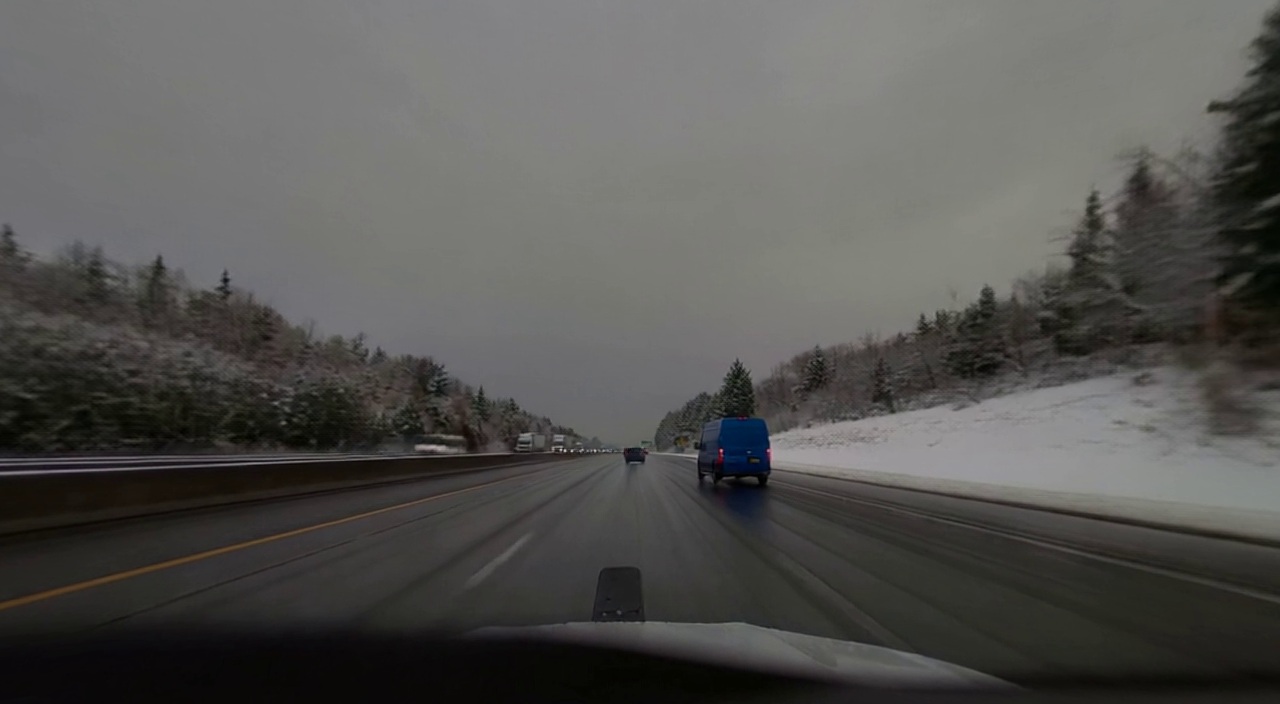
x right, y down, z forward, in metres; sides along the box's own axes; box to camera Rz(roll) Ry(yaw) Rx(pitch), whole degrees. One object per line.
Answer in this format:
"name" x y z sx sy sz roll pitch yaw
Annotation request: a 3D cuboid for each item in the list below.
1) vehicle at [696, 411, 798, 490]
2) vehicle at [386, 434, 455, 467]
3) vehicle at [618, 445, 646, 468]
"vehicle" 3.753 3.703 23.787 2.552 2.524 6.630 0 -9 -1
"vehicle" -12.096 5.477 35.176 2.051 1.706 4.868 0 -9 0
"vehicle" -0.589 8.237 49.779 2.069 1.666 4.338 0 -9 0
